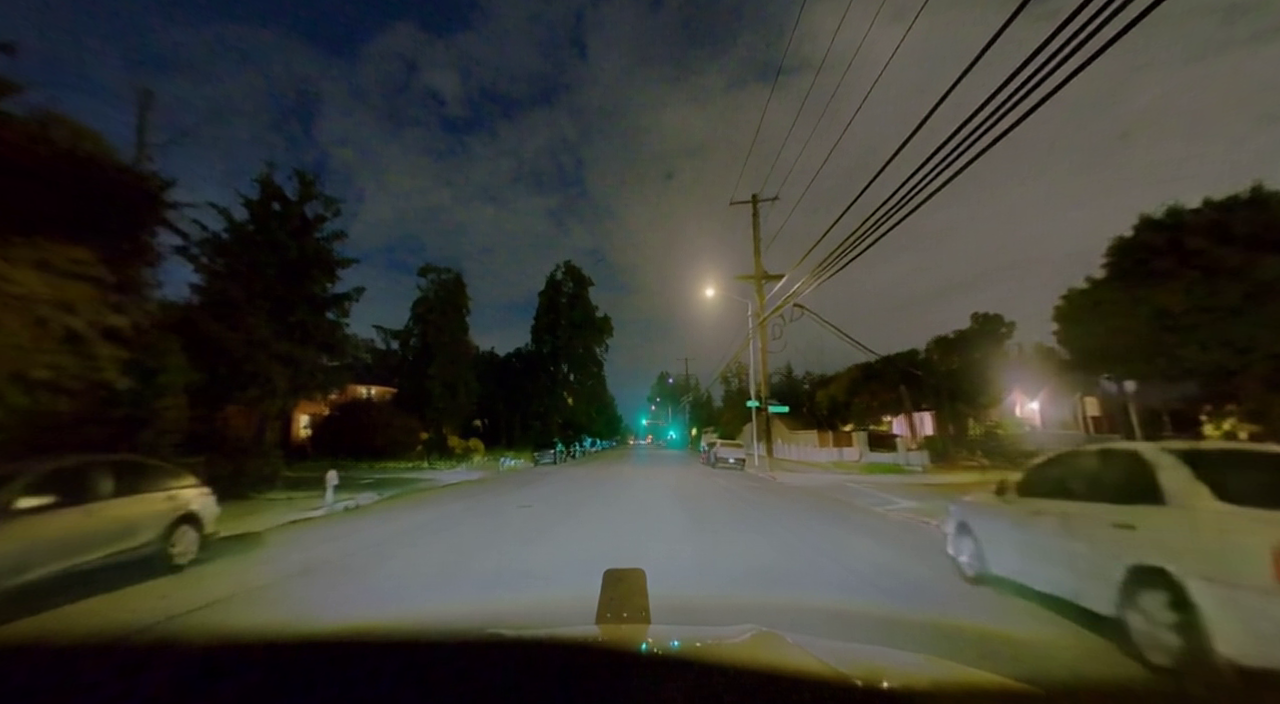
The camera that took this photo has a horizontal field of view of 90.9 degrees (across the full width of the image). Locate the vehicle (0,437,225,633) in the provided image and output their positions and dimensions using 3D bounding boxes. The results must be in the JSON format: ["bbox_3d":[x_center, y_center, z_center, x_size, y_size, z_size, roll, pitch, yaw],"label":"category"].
[{"bbox_3d":[-5.909,1.477,5.263,1.896,1.473,4.492,1,-7,-1],"label":"vehicle"}]

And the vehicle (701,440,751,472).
[{"bbox_3d":[4.169,5.095,31.121,1.851,1.438,4.177,0,-8,0],"label":"vehicle"}]

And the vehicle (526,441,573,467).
[{"bbox_3d":[-5.634,6.429,39.910,2.231,1.492,4.727,0,-8,1],"label":"vehicle"}]

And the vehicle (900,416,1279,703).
[{"bbox_3d":[3.842,1.236,4.164,2.037,1.484,4.871,0,-8,-2],"label":"vehicle"}]
